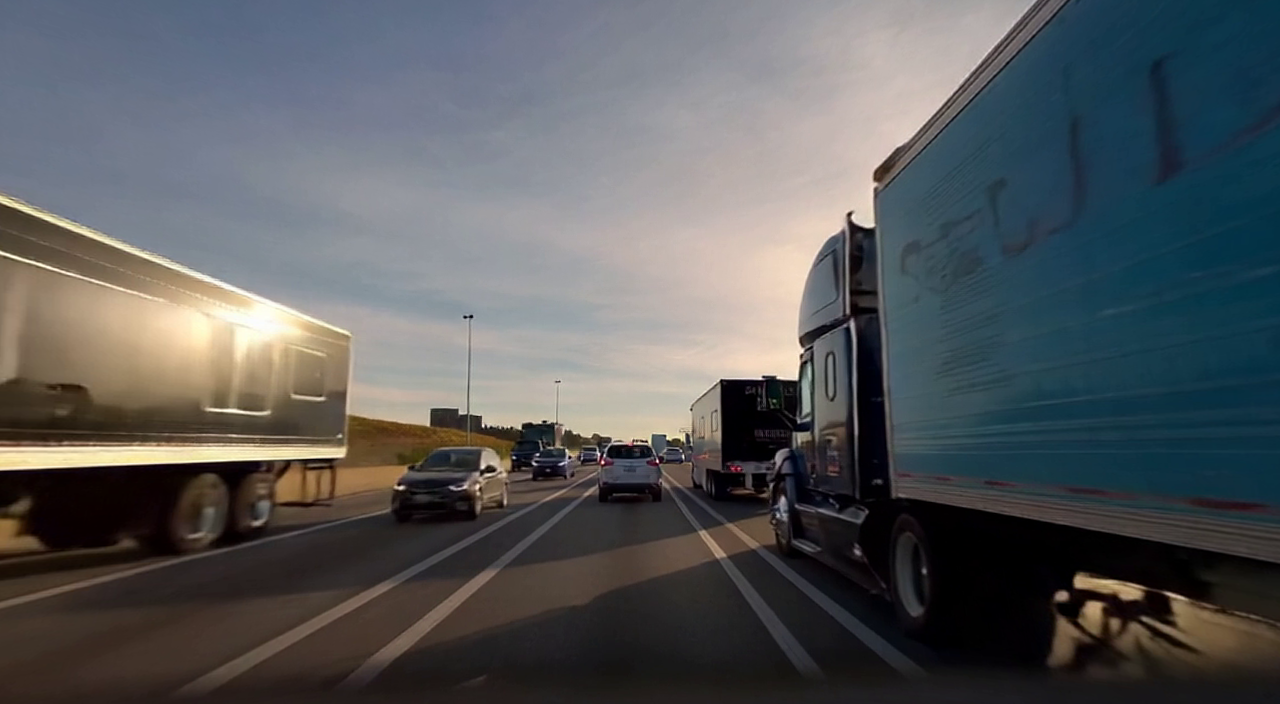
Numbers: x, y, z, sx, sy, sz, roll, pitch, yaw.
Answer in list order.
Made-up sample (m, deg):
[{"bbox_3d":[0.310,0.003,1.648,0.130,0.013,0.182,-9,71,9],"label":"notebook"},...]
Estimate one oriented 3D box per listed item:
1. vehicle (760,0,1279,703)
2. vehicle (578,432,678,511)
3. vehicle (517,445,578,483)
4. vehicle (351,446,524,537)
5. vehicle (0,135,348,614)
[{"bbox_3d":[3.207,0.168,4.285,2.936,3.787,8.670,0,-9,-1],"label":"vehicle"},{"bbox_3d":[-0.298,2.955,15.985,2.201,1.719,4.058,0,-9,-1],"label":"vehicle"},{"bbox_3d":[-4.105,5.072,28.845,2.023,1.576,4.784,0,-9,1],"label":"vehicle"},{"bbox_3d":[-3.635,2.560,12.240,1.930,1.431,4.156,0,-9,1],"label":"vehicle"},{"bbox_3d":[-7.020,0.060,4.616,2.895,4.121,14.391,0,-9,0],"label":"vehicle"}]
